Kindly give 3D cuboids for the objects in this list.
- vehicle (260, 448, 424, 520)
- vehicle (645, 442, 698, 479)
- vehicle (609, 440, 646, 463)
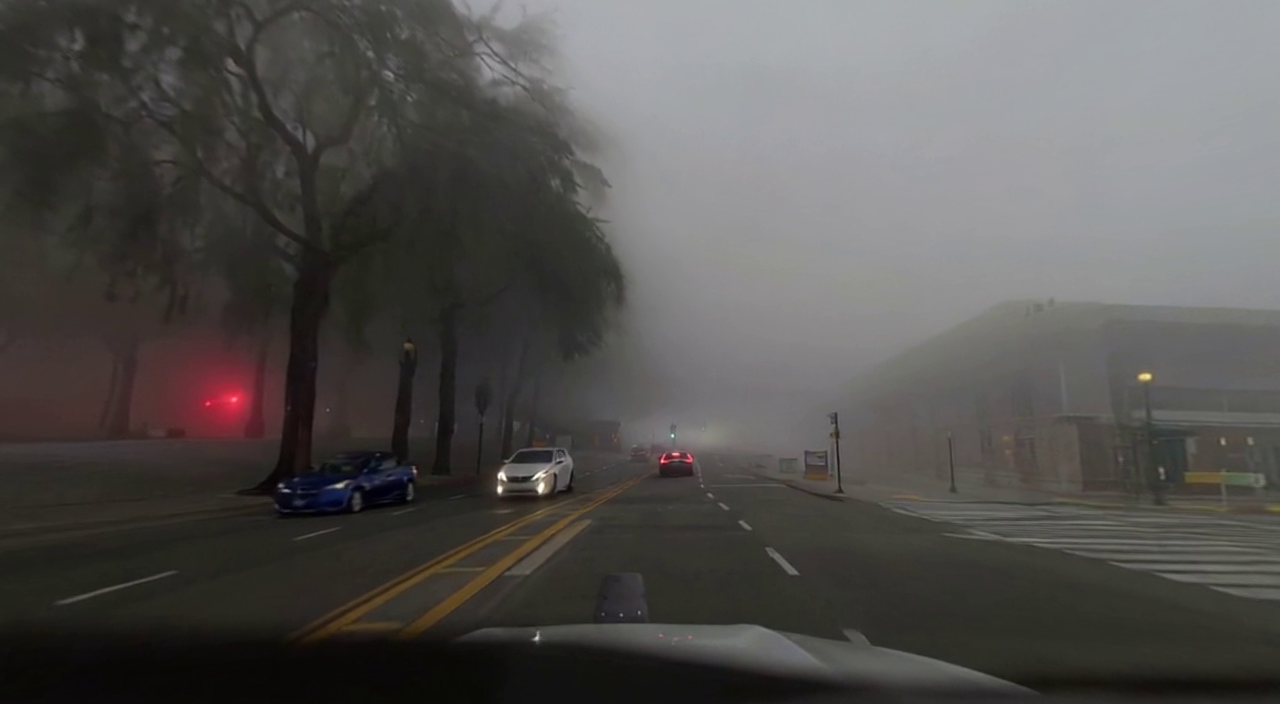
[{"bbox_3d":[-7.256,3.212,16.010,2.042,1.531,4.403,0,-8,-1],"label":"vehicle"},{"bbox_3d":[1.572,5.599,33.015,2.263,1.765,4.237,0,-8,-4],"label":"vehicle"},{"bbox_3d":[-1.028,7.807,49.680,2.010,1.725,4.320,2,-9,-14],"label":"vehicle"}]
